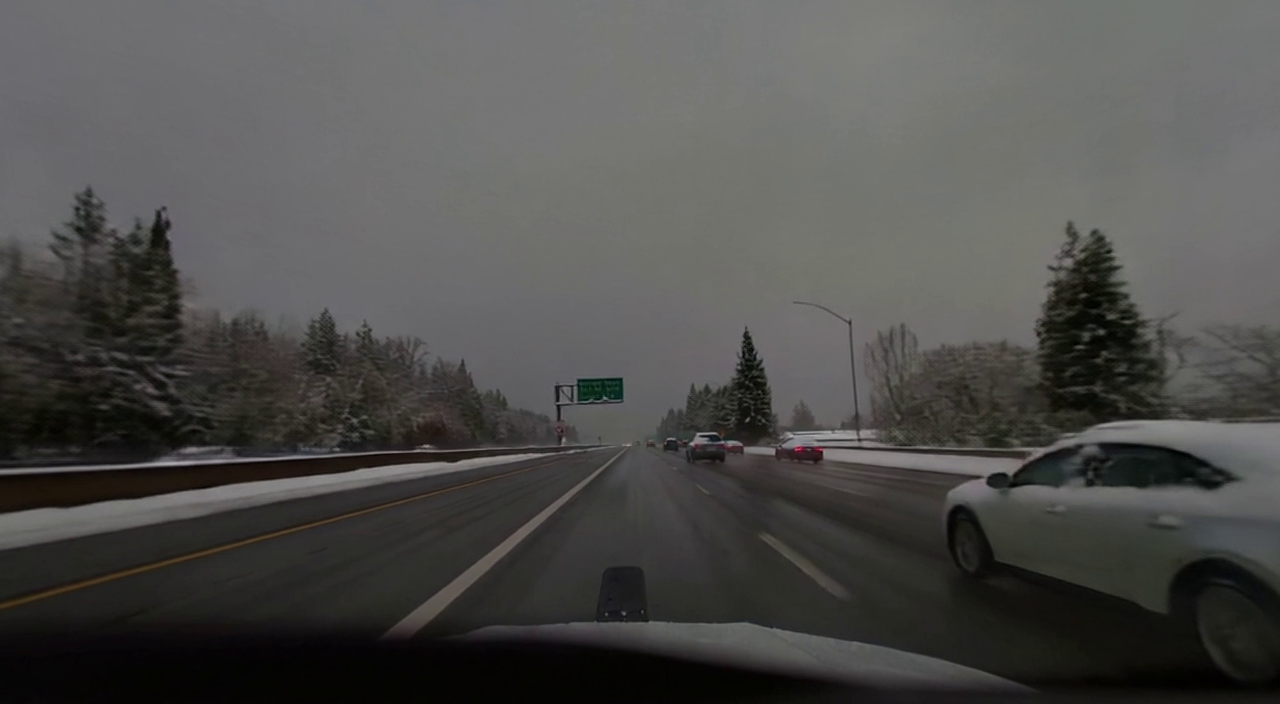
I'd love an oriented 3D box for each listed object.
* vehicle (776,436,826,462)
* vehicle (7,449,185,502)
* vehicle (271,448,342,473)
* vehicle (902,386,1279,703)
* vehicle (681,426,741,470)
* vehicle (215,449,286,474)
[{"bbox_3d":[10.833,6.557,42.794,2.045,1.658,4.598,0,-8,-2],"label":"vehicle"},{"bbox_3d":[-17.591,3.974,20.759,1.828,1.468,4.491,0,-8,0],"label":"vehicle"},{"bbox_3d":[-20.957,6.821,39.894,1.915,1.450,4.661,0,-8,0],"label":"vehicle"},{"bbox_3d":[3.610,1.102,3.903,1.978,1.535,4.705,0,-8,1],"label":"vehicle"},{"bbox_3d":[3.399,4.767,31.399,2.218,1.964,5.662,0,-8,-1],"label":"vehicle"},{"bbox_3d":[-25.117,7.054,40.898,1.808,1.488,4.402,0,-8,0],"label":"vehicle"}]
